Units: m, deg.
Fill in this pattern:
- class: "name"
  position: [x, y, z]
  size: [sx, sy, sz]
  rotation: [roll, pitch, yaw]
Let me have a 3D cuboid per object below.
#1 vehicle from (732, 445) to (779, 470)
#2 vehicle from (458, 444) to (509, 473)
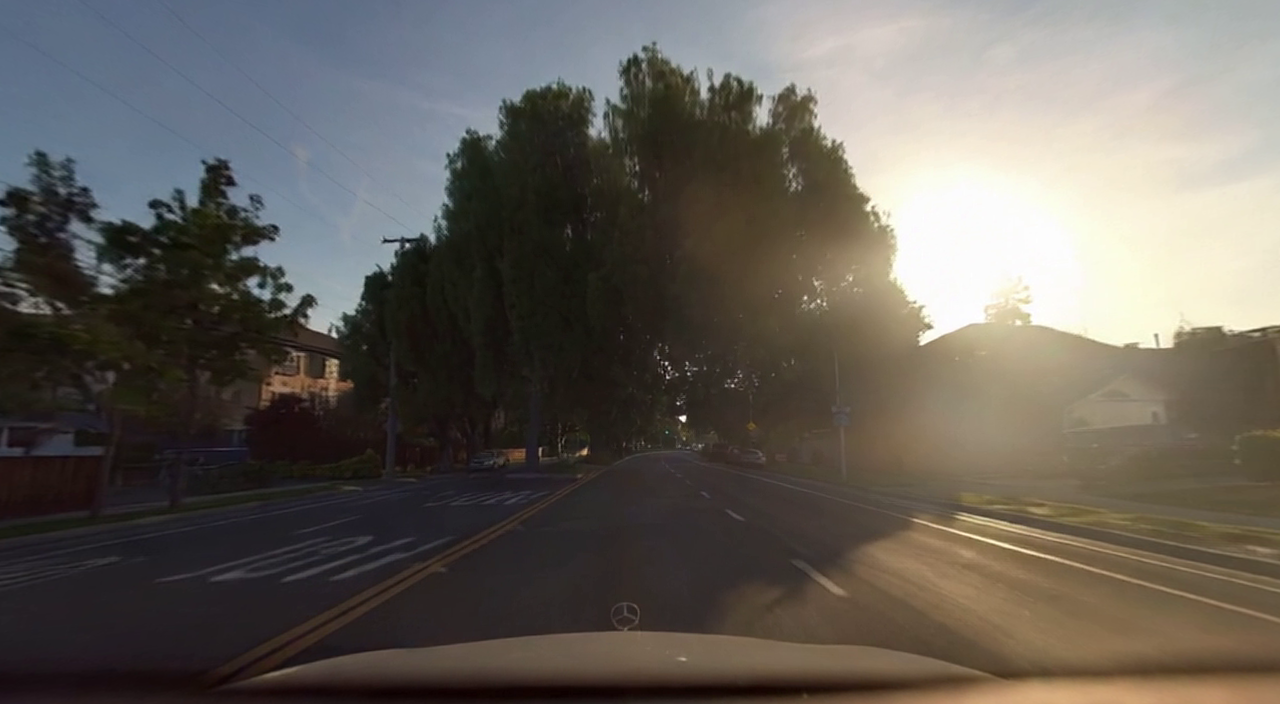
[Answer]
- class: "vehicle"
  position: [6.866, 6.311, 38.000]
  size: [1.946, 1.404, 4.609]
  rotation: [0, -8, 0]
- class: "vehicle"
  position: [-10.664, 7.261, 43.328]
  size: [2.095, 1.815, 4.726]
  rotation: [-1, -8, 3]
